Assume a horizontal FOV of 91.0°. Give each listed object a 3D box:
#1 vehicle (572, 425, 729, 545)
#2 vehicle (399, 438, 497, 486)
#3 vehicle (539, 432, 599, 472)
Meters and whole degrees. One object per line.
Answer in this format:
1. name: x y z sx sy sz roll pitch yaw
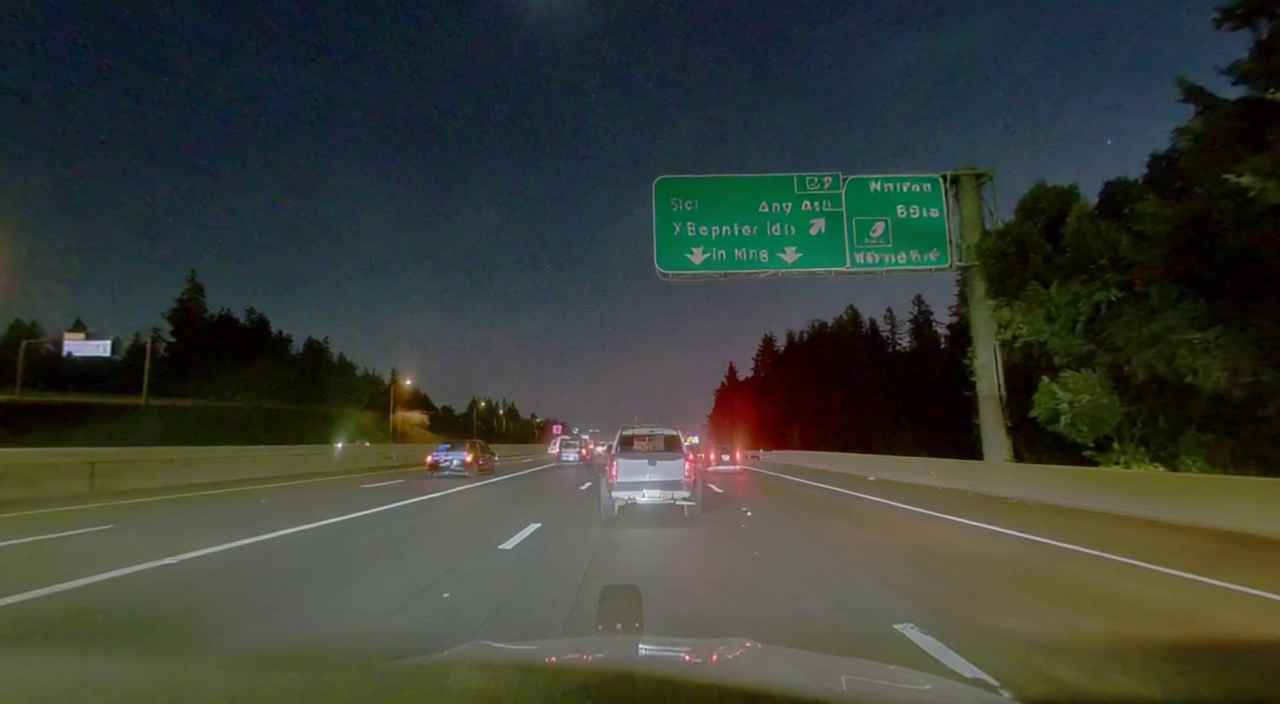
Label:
1. vehicle: 0.134 2.023 10.184 2.044 1.554 3.824 0 -9 0
2. vehicle: -6.914 4.009 23.271 2.035 1.558 4.773 0 -9 1
3. vehicle: -3.445 5.041 31.823 2.286 1.825 5.380 0 -9 1
